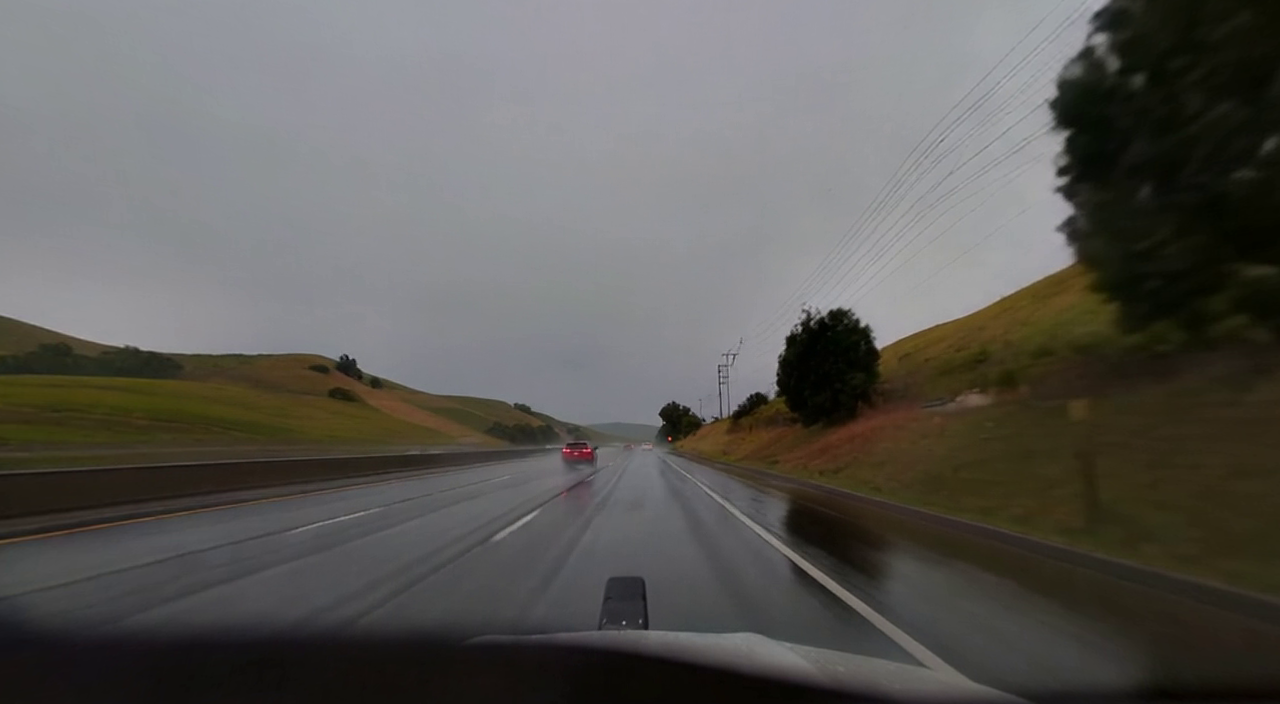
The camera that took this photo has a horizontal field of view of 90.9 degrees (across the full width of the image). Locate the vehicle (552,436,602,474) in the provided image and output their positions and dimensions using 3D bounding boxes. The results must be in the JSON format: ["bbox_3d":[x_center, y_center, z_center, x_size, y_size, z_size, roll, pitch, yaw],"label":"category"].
[{"bbox_3d":[-3.276,5.413,33.499,2.136,1.845,4.515,0,-8,1],"label":"vehicle"}]

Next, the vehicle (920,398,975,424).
[{"bbox_3d":[23.778,4.619,48.977,1.914,1.713,4.630,-1,-8,1],"label":"vehicle"}]
